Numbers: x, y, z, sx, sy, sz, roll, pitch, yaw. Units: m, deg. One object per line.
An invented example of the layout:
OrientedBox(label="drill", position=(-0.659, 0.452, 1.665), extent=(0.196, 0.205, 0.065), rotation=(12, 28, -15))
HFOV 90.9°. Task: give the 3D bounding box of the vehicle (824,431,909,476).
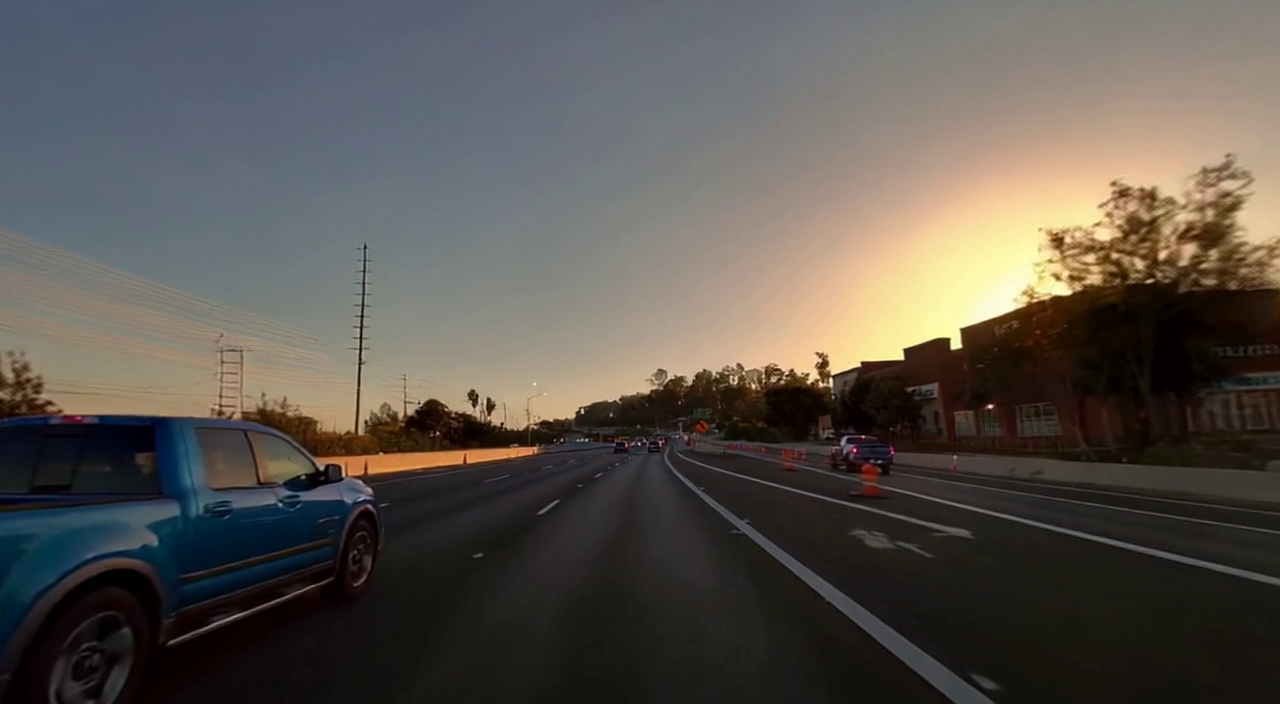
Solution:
OrientedBox(label="vehicle", position=(10.136, 4.596, 28.728), extent=(2.186, 1.840, 5.289), rotation=(-1, -8, 4))

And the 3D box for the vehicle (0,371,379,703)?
OrientedBox(label="vehicle", position=(-3.580, 1.086, 3.846), extent=(2.001, 1.619, 4.445), rotation=(0, -8, 1))
